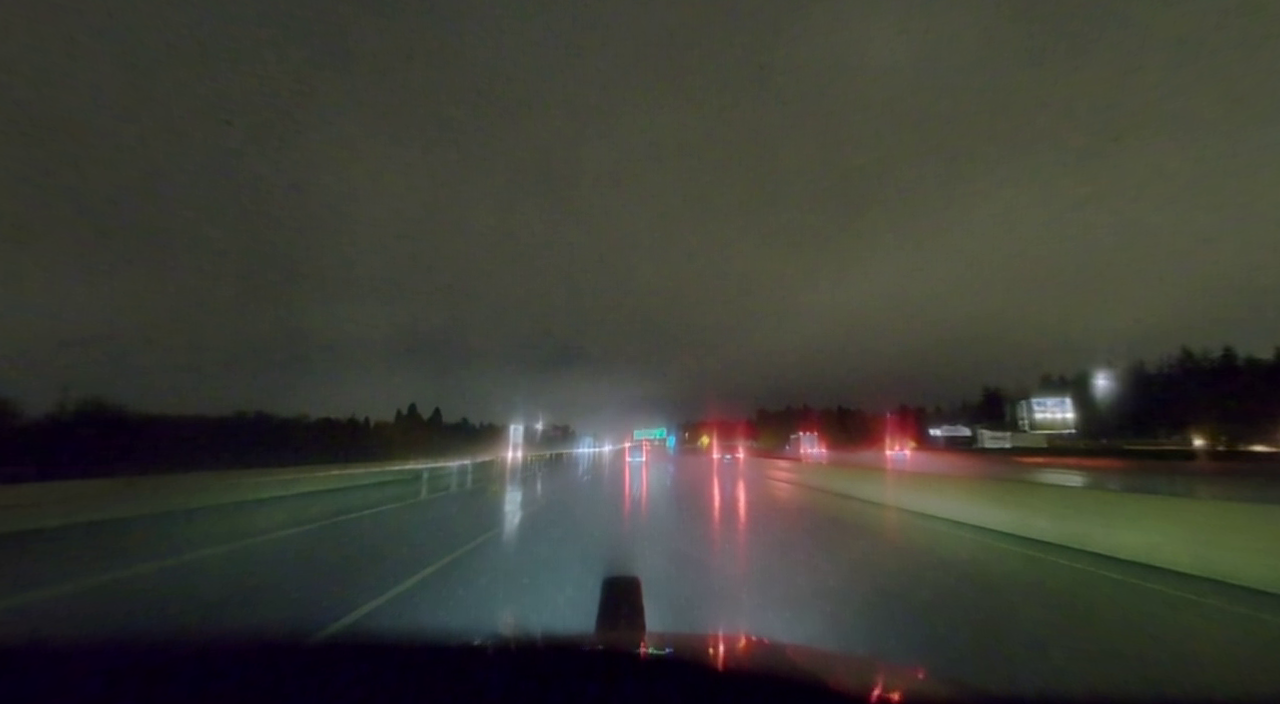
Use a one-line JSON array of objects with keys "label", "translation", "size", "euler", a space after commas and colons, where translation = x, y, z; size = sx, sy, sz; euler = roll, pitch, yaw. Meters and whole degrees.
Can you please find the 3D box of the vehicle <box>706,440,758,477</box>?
[{"label": "vehicle", "translation": [4.594, 5.366, 32.094], "size": [2.133, 1.746, 4.511], "euler": [0, -9, 2]}]
